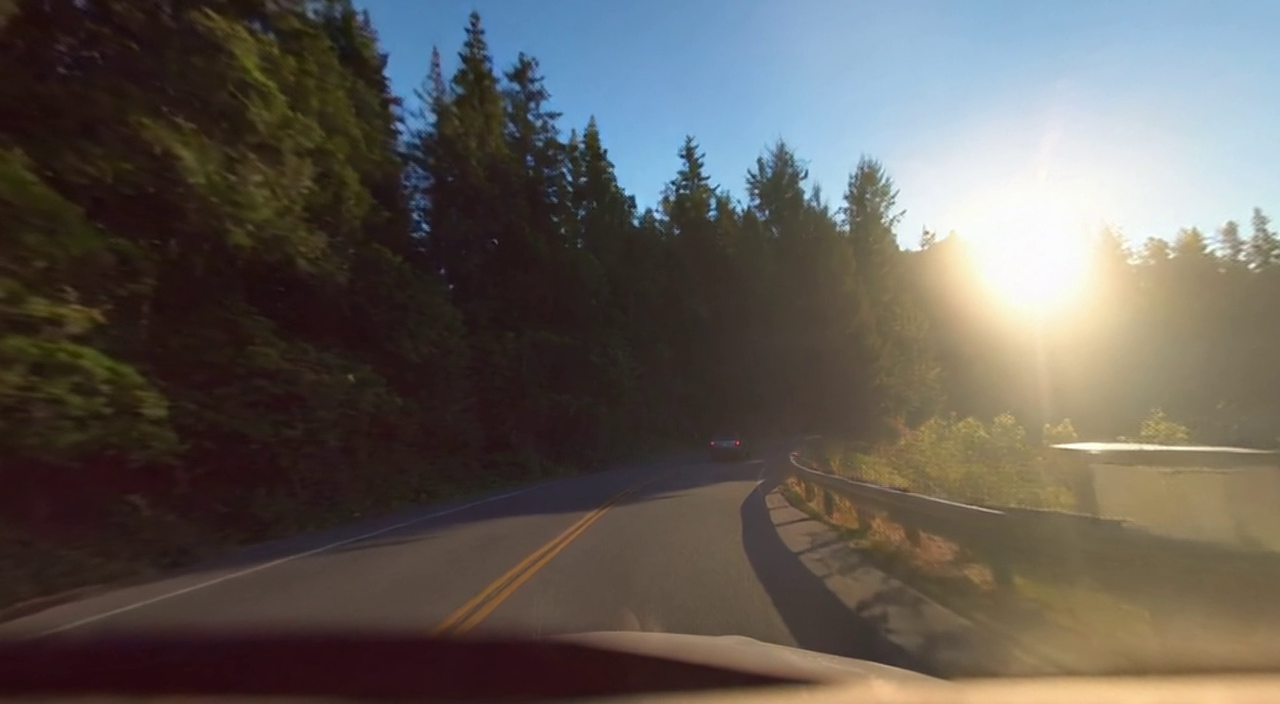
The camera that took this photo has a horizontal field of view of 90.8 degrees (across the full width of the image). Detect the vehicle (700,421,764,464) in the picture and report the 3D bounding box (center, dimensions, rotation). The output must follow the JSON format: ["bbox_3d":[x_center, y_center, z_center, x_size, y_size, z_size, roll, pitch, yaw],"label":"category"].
[{"bbox_3d":[4.768,4.627,31.946,2.469,1.953,5.605,-3,-9,15],"label":"vehicle"}]
